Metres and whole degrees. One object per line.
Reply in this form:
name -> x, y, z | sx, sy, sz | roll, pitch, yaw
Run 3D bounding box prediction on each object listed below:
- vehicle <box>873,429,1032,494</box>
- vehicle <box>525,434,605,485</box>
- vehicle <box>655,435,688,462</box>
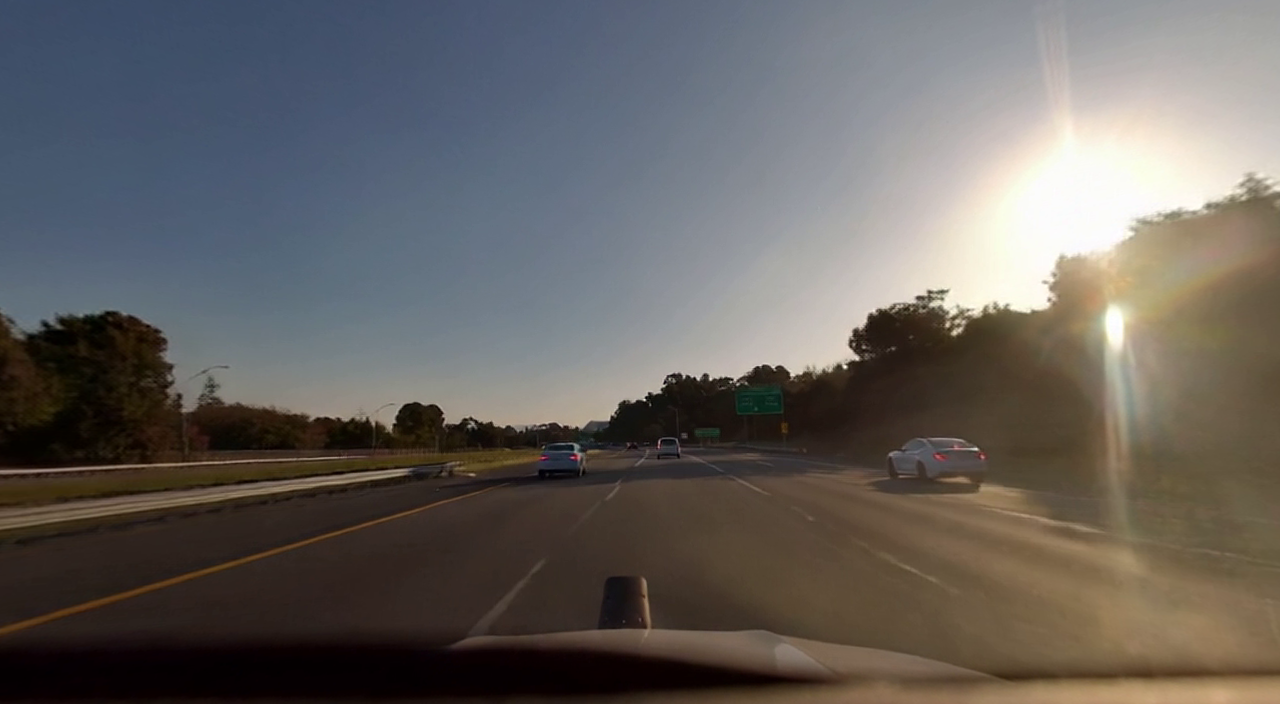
vehicle -> 8.314, 2.957, 17.373 | 1.870, 1.493, 5.015 | 0, -8, 1
vehicle -> -2.433, 3.643, 21.509 | 2.050, 1.546, 4.344 | -1, -8, 2
vehicle -> 2.064, 6.470, 42.107 | 2.063, 1.698, 4.355 | 0, -8, 2
